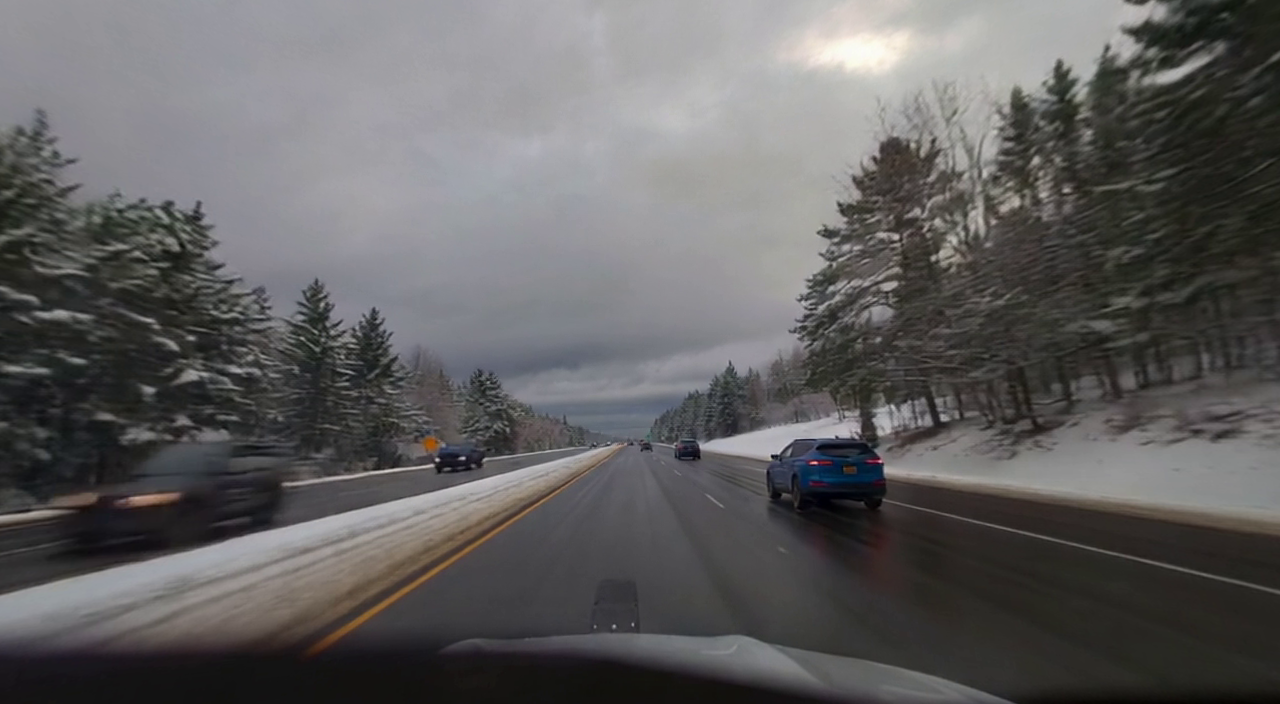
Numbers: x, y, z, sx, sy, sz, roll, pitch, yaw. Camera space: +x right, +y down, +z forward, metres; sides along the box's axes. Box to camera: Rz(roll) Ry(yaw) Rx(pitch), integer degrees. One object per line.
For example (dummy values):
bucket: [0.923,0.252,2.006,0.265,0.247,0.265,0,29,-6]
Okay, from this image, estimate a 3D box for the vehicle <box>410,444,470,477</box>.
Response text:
vehicle: [-10.939,5.931,34.739,1.971,1.678,4.295,0,-8,-1]

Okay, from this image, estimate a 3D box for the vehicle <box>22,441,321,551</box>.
vehicle: [-7.738,2.345,11.116,1.925,1.512,4.387,0,-8,0]

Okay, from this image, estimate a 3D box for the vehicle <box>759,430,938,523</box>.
vehicle: [3.830,2.342,12.497,1.999,1.501,4.221,0,-8,-2]

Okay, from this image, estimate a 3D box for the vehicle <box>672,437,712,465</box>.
vehicle: [3.226,6.264,39.980,2.043,1.673,4.016,0,-8,-2]
